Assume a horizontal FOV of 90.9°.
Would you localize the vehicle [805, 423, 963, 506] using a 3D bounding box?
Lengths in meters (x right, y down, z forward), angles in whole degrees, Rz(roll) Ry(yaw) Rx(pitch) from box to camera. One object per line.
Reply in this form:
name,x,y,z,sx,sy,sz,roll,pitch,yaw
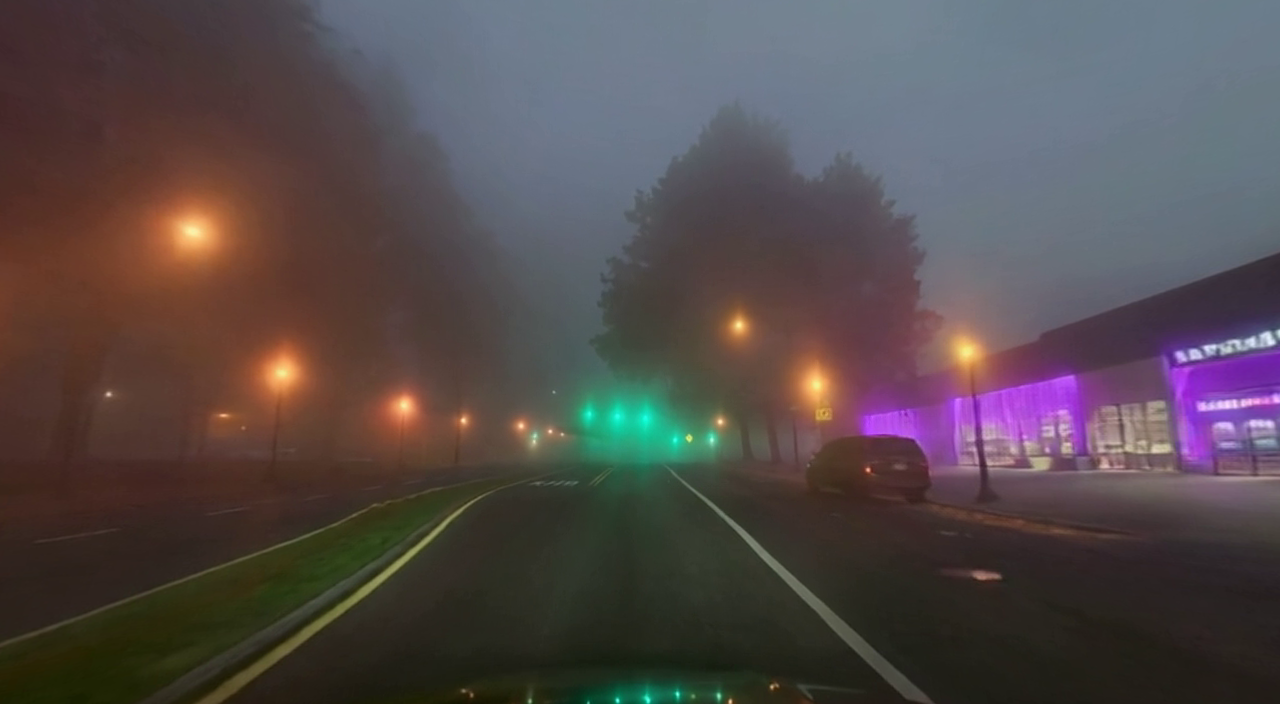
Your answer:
vehicle,6.260,2.962,17.008,2.112,1.894,4.910,1,-8,-2
